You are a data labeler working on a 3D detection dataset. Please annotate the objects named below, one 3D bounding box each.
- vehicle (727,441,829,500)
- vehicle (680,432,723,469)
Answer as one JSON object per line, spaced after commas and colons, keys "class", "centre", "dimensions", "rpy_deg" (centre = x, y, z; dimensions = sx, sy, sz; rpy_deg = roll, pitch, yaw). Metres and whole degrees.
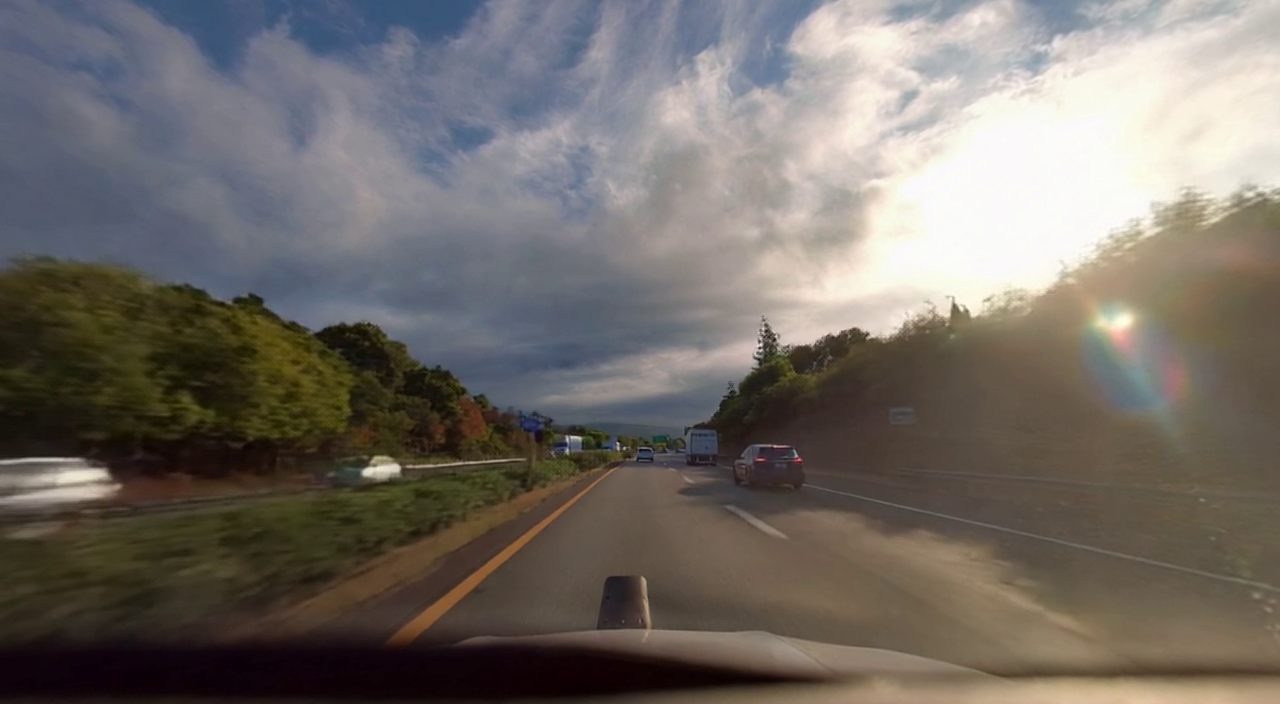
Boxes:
{"class": "vehicle", "centre": [3.945, 3.442, 18.735], "dimensions": [2.043, 1.542, 3.881], "rpy_deg": [0, -9, -1]}
{"class": "vehicle", "centre": [4.383, 7.171, 45.872], "dimensions": [2.423, 2.517, 5.055], "rpy_deg": [0, -9, -2]}
